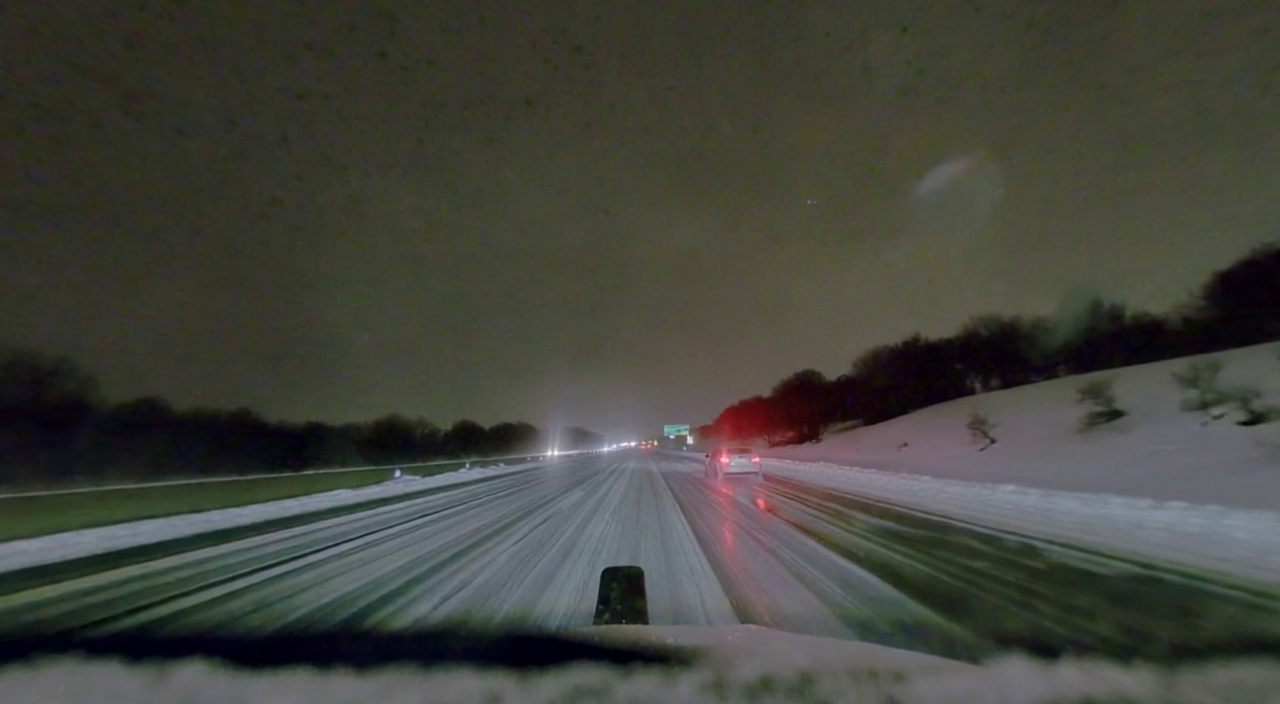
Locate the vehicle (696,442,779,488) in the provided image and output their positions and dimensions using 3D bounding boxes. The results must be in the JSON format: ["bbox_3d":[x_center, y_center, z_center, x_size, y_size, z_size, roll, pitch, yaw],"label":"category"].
[{"bbox_3d":[3.365,4.005,22.701,2.193,1.462,4.533,0,-8,-1],"label":"vehicle"}]
